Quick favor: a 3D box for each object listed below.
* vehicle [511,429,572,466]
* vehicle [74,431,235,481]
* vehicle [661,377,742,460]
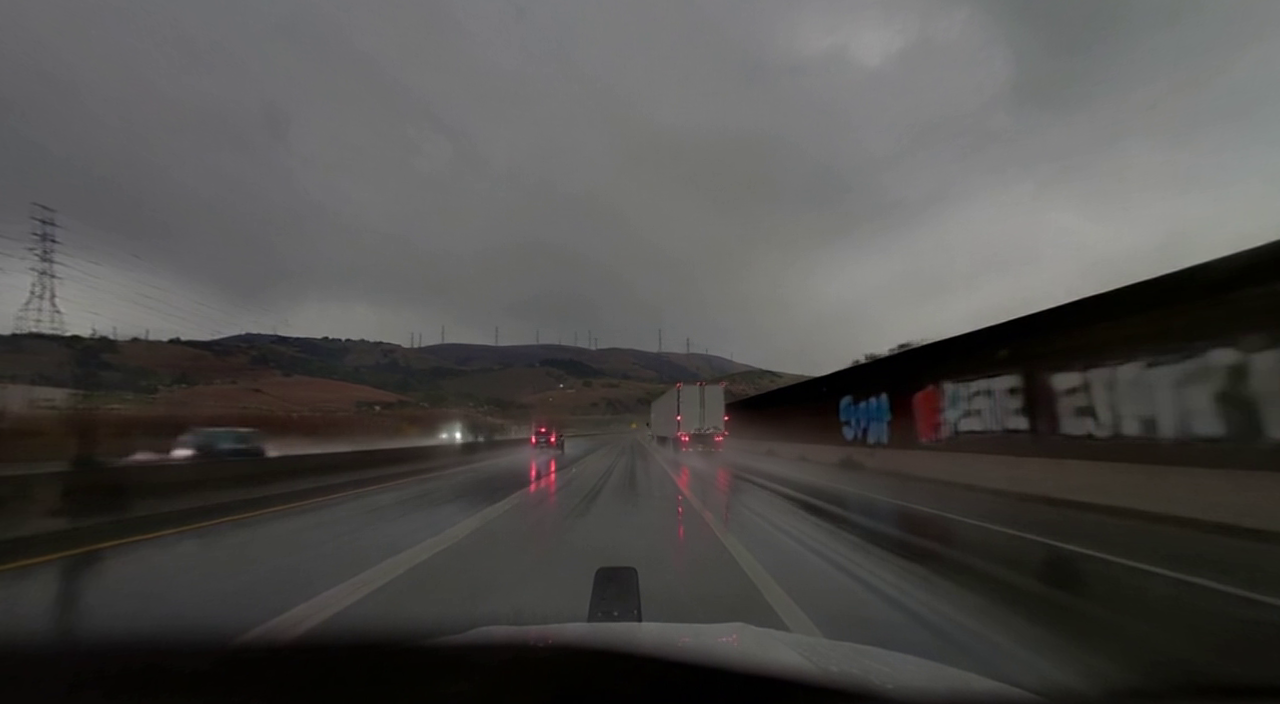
[{"bbox_3d":[-4.250,4.182,27.860,1.965,1.486,4.448,0,-8,0],"label":"vehicle"},{"bbox_3d":[-15.689,3.356,20.726,1.931,1.458,4.239,0,-8,-1],"label":"vehicle"},{"bbox_3d":[3.032,3.815,34.793,3.060,3.842,11.095,0,-8,-1],"label":"vehicle"}]
